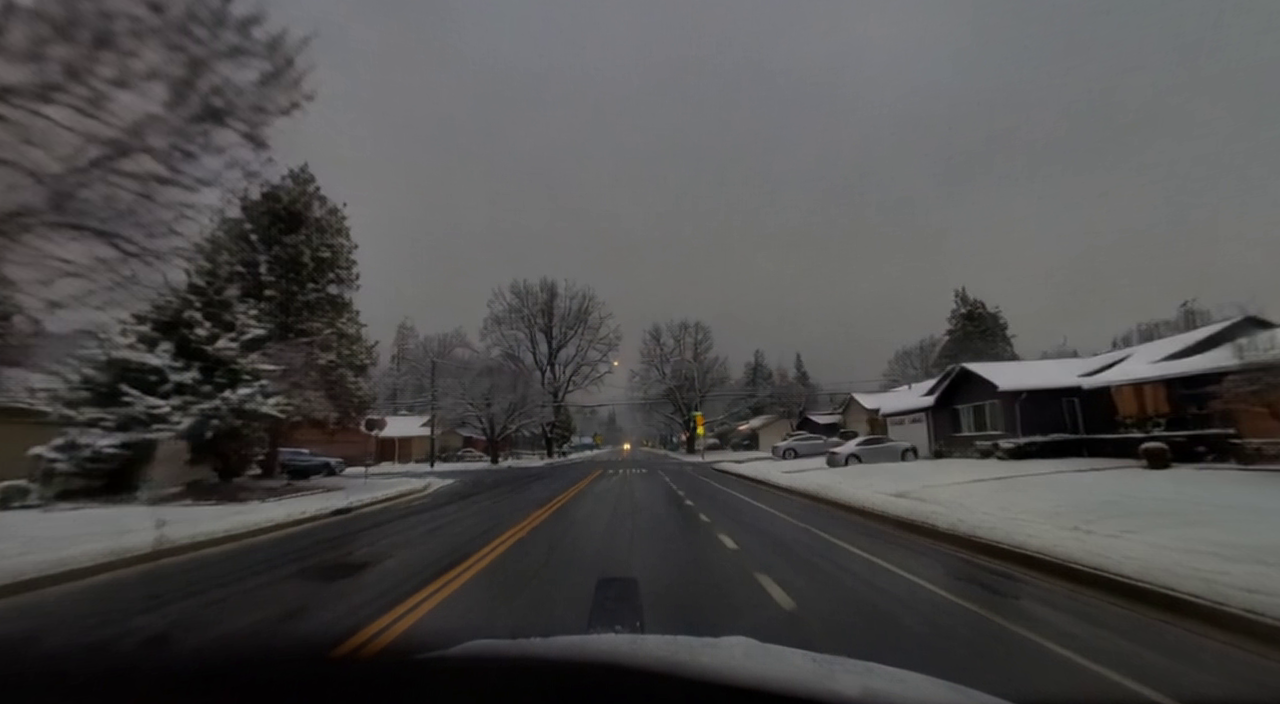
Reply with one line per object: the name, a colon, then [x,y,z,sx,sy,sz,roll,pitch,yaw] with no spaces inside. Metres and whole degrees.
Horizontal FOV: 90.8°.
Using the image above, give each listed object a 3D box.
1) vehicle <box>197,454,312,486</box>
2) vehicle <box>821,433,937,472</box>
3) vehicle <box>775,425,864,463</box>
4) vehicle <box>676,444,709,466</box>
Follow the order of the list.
vehicle: [-18.962,5.804,31.174,4.440,1.445,1.919,-1,-9,4]
vehicle: [10.949,4.625,29.185,4.493,1.493,1.926,-3,-9,-4]
vehicle: [10.757,5.561,38.116,4.459,1.696,2.361,-6,-9,-2]
vehicle: [3.747,7.410,45.593,1.940,1.470,4.101,0,-9,-1]
